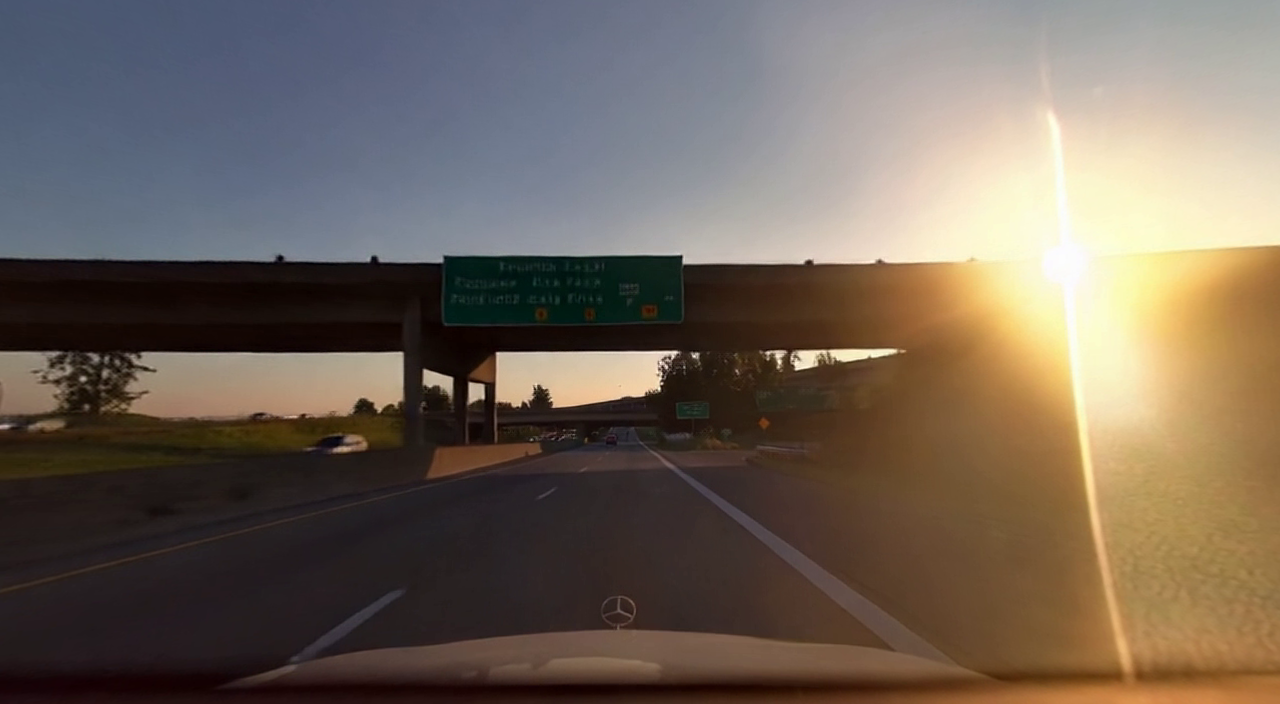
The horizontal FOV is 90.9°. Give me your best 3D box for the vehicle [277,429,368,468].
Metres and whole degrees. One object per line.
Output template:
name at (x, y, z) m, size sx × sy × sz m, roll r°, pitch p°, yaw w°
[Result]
vehicle at (-15.730, 4.788, 31.555) m, size 2.112 × 1.744 × 4.771 m, roll 1°, pitch -8°, yaw -1°
